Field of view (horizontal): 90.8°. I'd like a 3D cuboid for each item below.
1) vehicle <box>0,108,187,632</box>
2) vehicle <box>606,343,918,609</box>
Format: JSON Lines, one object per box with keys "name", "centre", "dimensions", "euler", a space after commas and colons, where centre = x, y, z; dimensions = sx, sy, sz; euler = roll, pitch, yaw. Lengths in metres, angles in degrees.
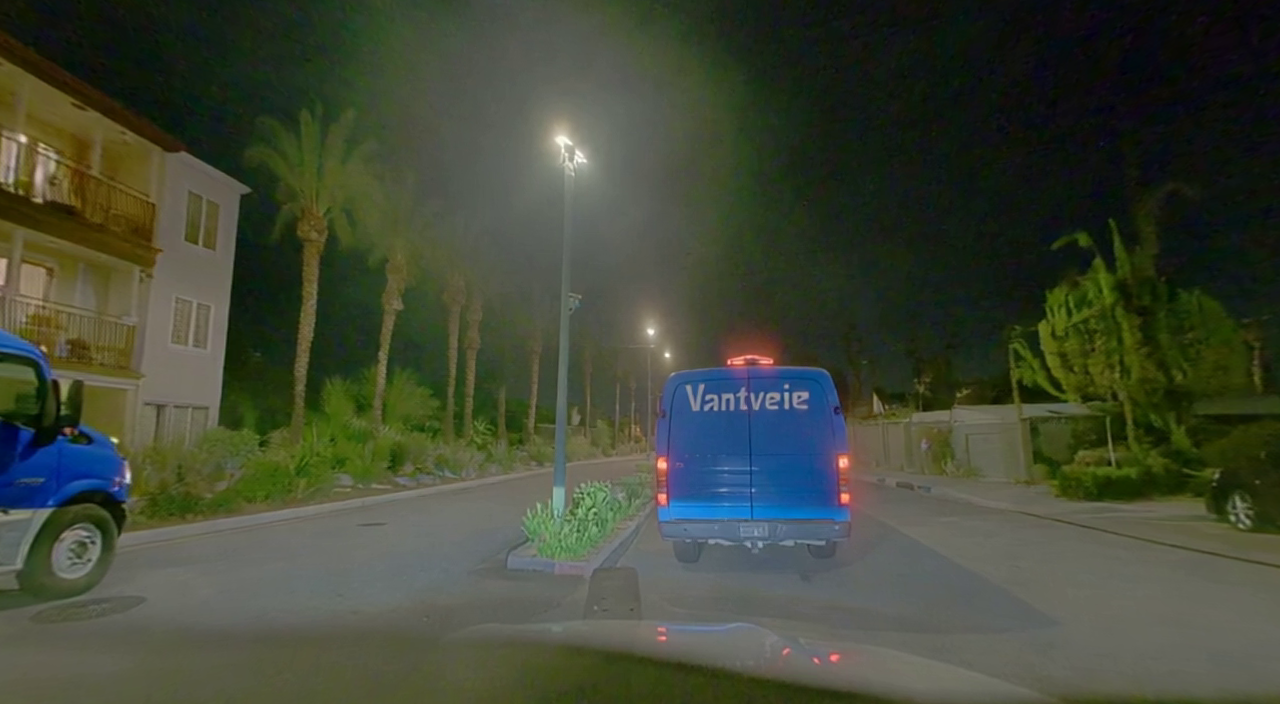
{"name": "vehicle", "centre": [-6.654, -0.426, 0.827], "dimensions": [2.998, 3.659, 10.517], "euler": [-2, -9, 10]}
{"name": "vehicle", "centre": [1.165, 1.403, 8.006], "dimensions": [2.418, 2.078, 5.866], "euler": [-1, -9, 4]}
